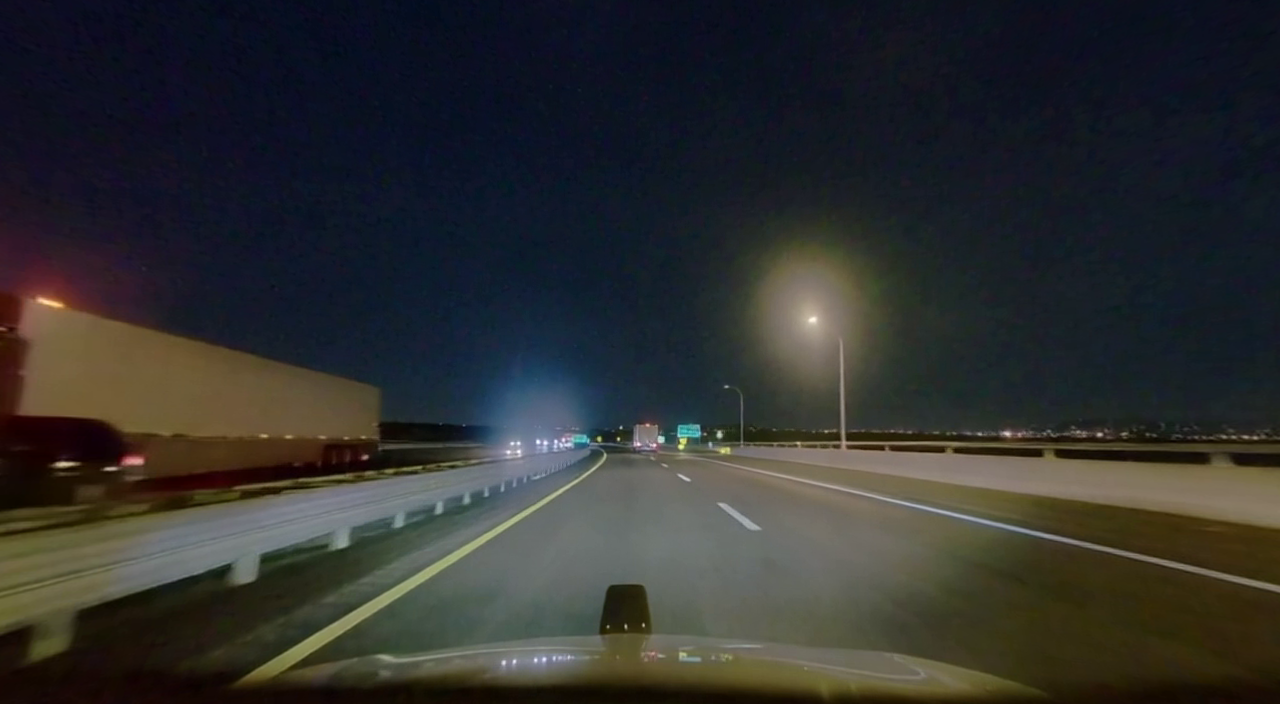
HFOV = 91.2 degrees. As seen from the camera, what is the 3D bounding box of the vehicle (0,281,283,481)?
[{"bbox_3d":[-16.260,1.374,19.076,3.039,4.546,13.279,1,-9,-1],"label":"vehicle"}]
